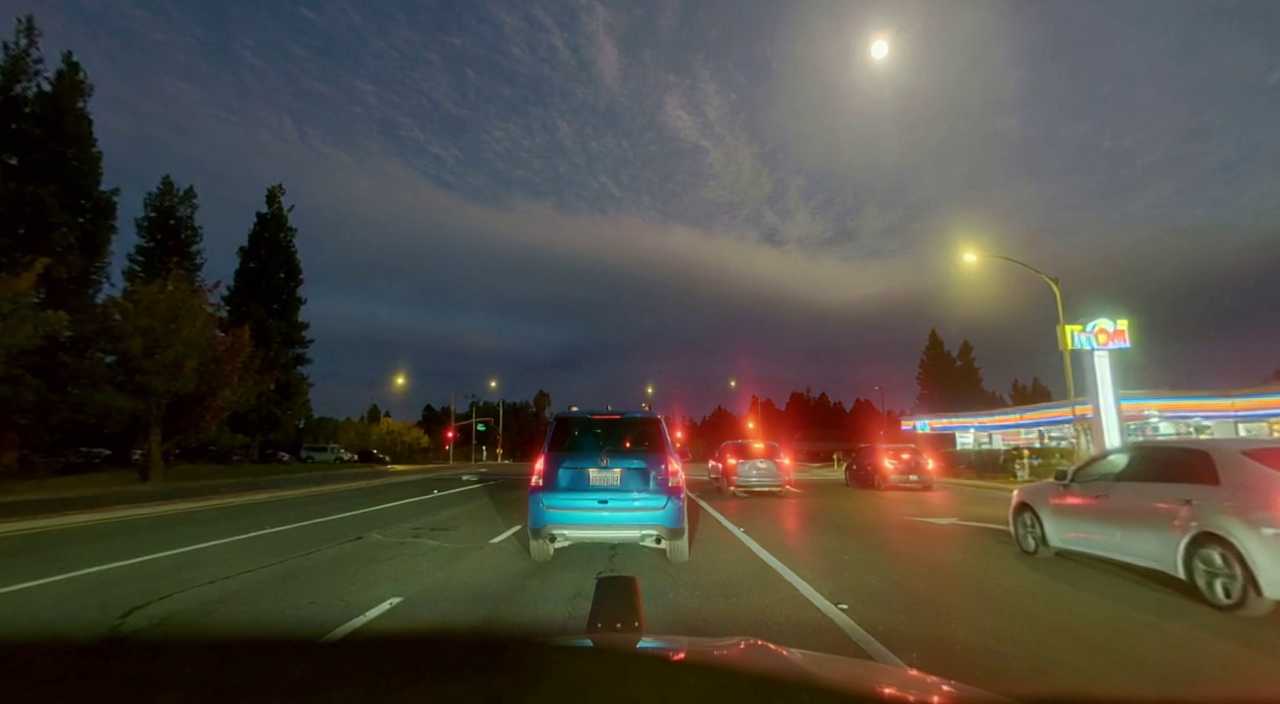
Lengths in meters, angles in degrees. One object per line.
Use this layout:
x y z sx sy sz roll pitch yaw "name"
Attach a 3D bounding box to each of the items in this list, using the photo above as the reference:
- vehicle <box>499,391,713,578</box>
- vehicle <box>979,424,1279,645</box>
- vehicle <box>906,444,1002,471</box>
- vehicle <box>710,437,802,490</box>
-0.297 1.650 8.649 2.096 1.837 4.687 0 -9 1 "vehicle"
5.326 1.462 5.772 1.930 1.478 4.643 0 -9 1 "vehicle"
17.199 5.770 34.768 4.290 1.427 1.751 0 -9 2 "vehicle"
3.702 3.681 21.176 2.098 1.555 4.778 0 -9 -1 "vehicle"
